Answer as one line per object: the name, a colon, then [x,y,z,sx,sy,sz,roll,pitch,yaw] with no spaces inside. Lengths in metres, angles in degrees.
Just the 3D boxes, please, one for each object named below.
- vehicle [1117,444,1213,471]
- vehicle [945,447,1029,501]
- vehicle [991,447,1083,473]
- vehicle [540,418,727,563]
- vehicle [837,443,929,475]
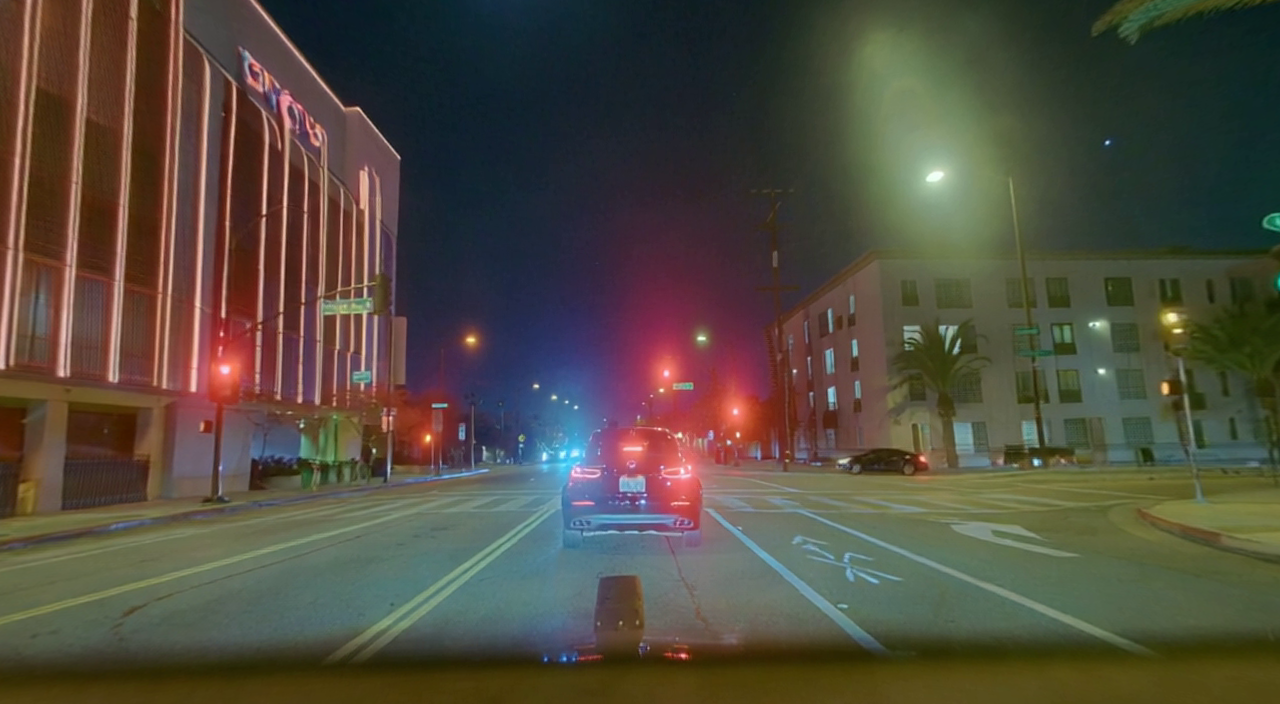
vehicle: [32.163,6.459,38.769,4.234,1.613,1.812,0,-8,-1]
vehicle: [11.916,4.068,21.575,2.004,1.593,4.118,-6,-10,34]
vehicle: [24.251,6.604,38.696,4.417,1.462,1.761,0,-8,-1]
vehicle: [-0.081,1.875,9.235,2.144,1.643,3.770,0,-8,0]
vehicle: [13.587,6.022,35.535,4.494,1.704,1.976,-2,-9,12]
